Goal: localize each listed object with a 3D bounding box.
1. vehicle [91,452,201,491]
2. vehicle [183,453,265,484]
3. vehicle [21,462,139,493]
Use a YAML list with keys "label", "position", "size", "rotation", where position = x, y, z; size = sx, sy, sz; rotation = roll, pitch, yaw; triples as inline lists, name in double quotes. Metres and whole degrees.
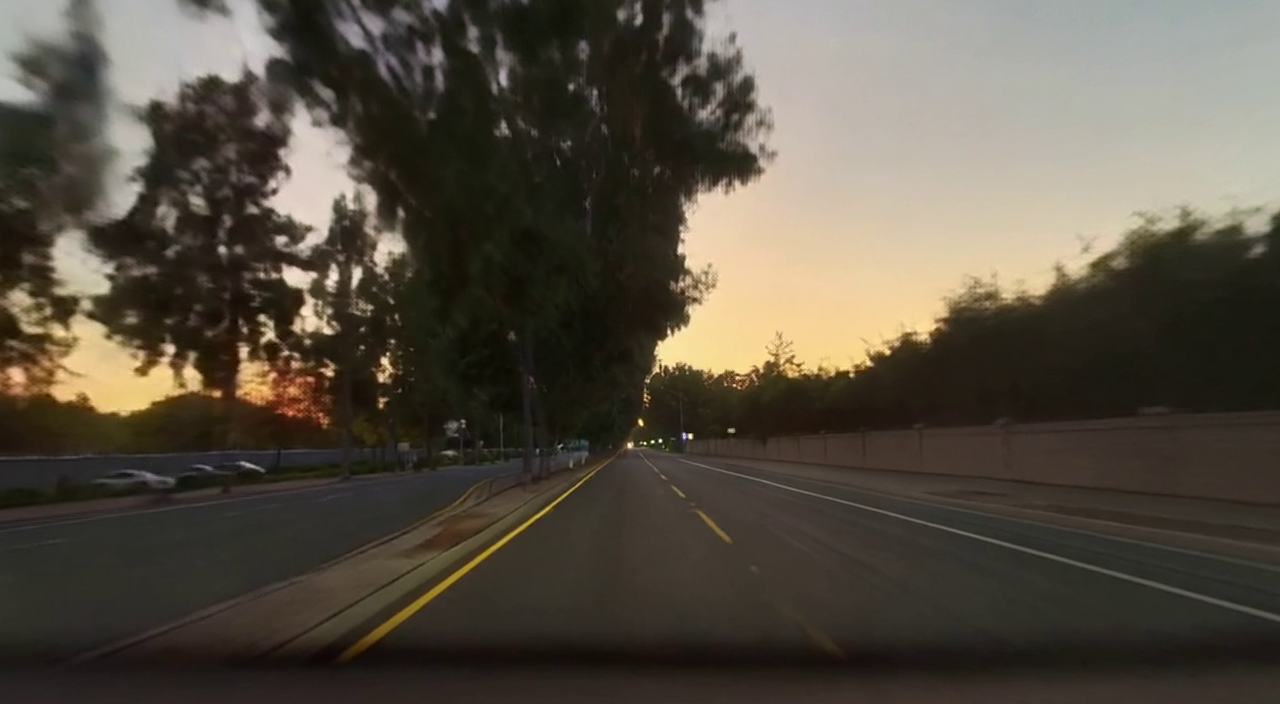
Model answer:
- label: "vehicle"
  position: [-26.835, 6.490, 34.450]
  size: [4.362, 1.733, 2.041]
  rotation: [-3, -6, 1]
- label: "vehicle"
  position: [-27.734, 7.766, 42.206]
  size: [4.168, 1.509, 2.053]
  rotation: [-5, -5, 4]
- label: "vehicle"
  position: [-28.099, 6.286, 31.789]
  size: [3.938, 1.485, 2.055]
  rotation: [0, -10, 2]
